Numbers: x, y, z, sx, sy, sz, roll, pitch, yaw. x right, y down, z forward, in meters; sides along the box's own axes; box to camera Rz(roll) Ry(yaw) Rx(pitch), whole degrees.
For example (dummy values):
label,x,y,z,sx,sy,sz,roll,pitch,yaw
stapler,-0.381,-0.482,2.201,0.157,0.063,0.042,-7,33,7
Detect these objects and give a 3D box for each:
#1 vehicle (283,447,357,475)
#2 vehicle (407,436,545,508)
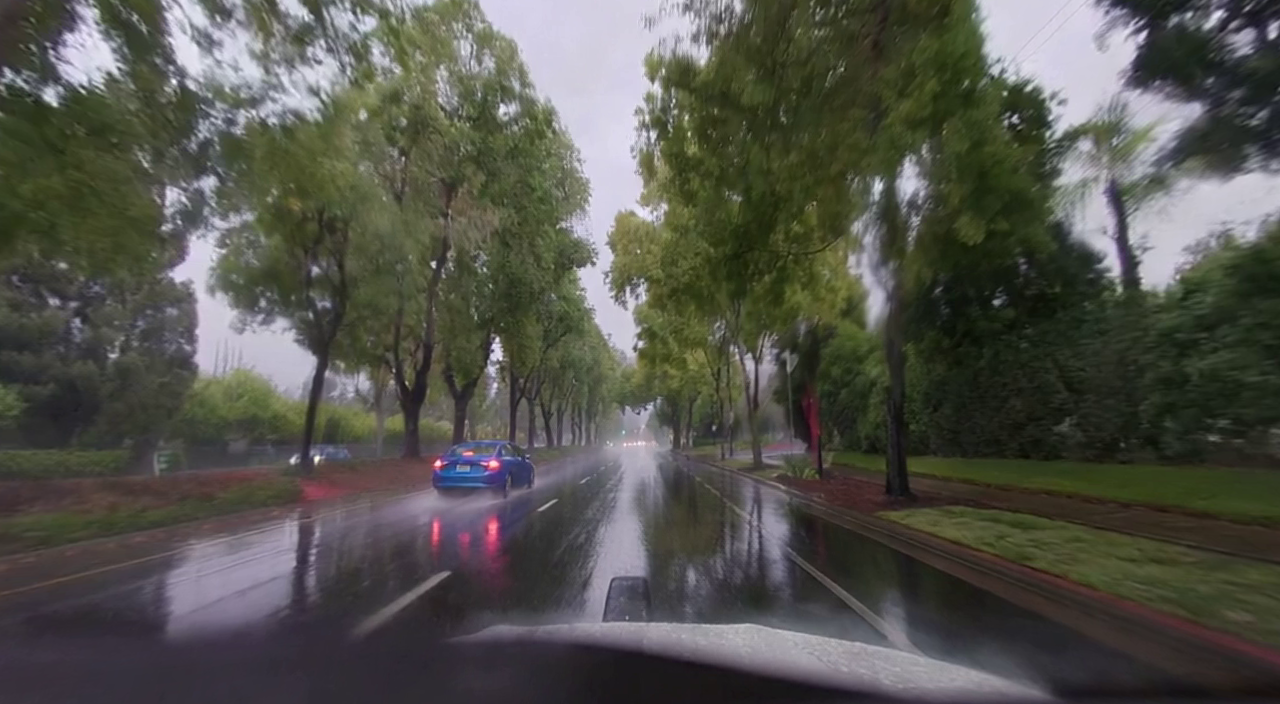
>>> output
label,x,y,z,sx,sy,sz,roll,pitch,yaw
vehicle,-18.086,6.176,35.861,1.839,1.458,4.402,0,-8,0
vehicle,-3.741,2.819,15.331,2.033,1.454,4.512,0,-8,2
